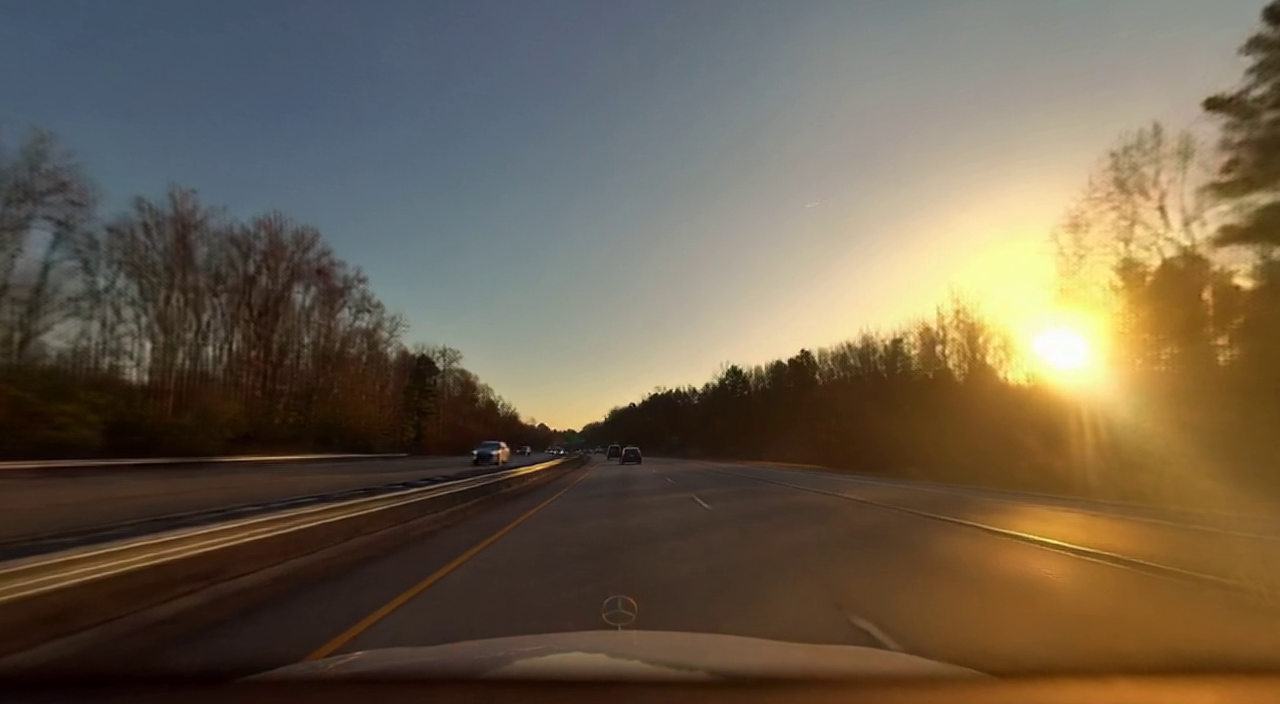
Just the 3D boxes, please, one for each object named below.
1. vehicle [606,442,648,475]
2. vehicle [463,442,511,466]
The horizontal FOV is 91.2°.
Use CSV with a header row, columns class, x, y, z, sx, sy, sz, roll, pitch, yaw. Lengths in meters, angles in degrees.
class,x,y,z,sx,sy,sz,roll,pitch,yaw
vehicle,-0.729,5.867,34.667,2.151,1.693,4.201,0,-9,-2
vehicle,-10.447,7.026,43.142,2.128,1.510,5.066,0,-9,-1
